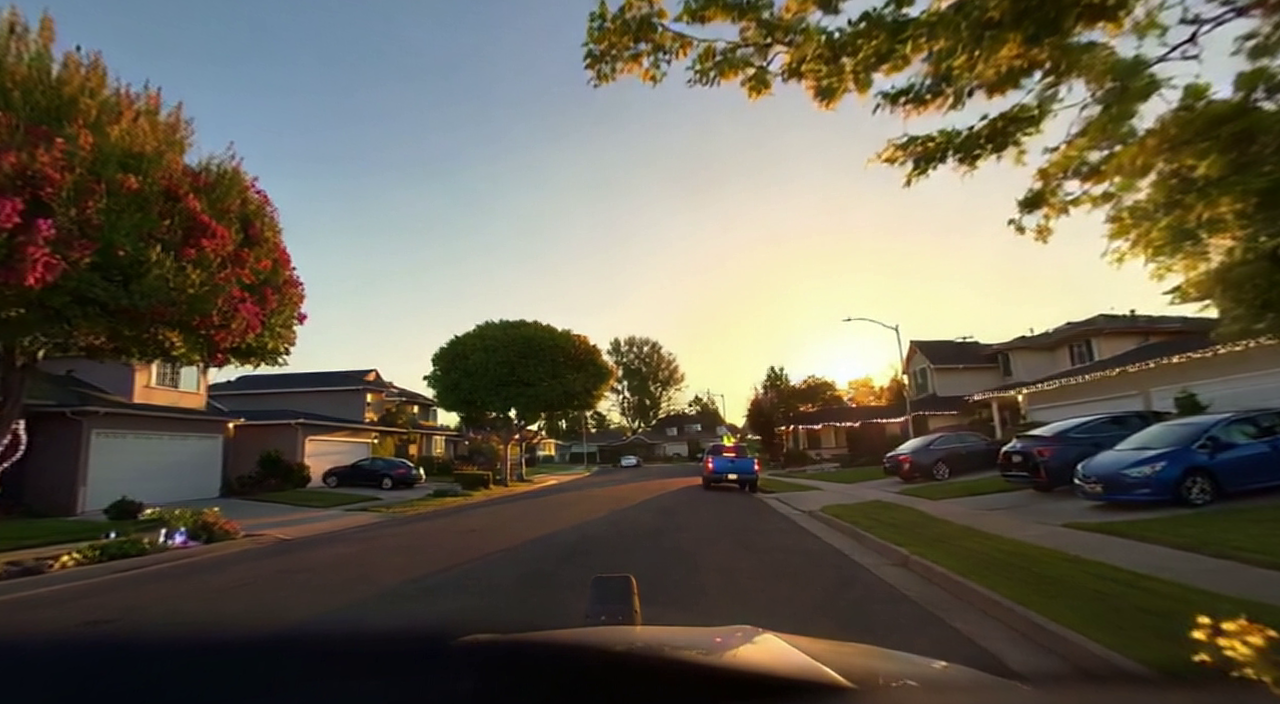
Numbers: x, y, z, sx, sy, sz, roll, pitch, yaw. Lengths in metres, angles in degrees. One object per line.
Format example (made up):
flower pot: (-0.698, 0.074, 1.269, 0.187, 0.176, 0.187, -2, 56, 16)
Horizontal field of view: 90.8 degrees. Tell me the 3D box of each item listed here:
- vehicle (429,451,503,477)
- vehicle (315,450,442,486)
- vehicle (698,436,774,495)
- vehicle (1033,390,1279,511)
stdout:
vehicle: (-11.462, 7.406, 41.798, 4.319, 1.605, 1.770, -1, -8, 1)
vehicle: (-11.612, 5.187, 28.263, 4.916, 1.485, 1.807, -1, -8, 3)
vehicle: (3.723, 4.366, 24.869, 2.552, 2.024, 5.414, -2, -8, 8)
vehicle: (9.592, 1.559, 10.573, 4.554, 1.515, 1.858, -8, -9, 8)
